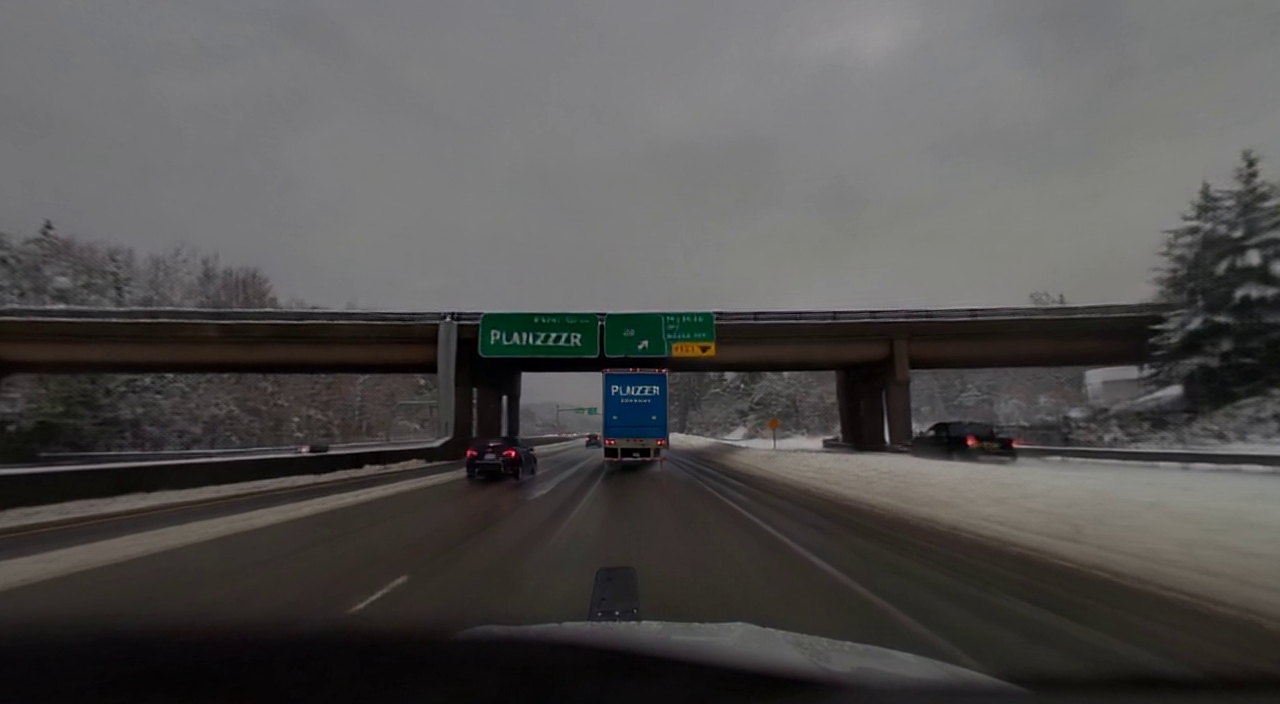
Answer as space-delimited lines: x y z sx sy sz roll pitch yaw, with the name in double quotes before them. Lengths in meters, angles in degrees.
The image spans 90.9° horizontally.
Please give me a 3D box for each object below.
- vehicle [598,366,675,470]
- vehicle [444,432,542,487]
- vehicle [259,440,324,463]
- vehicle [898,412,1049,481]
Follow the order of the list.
"vehicle" -0.337 3.307 30.035 2.926 3.959 11.818 0 -8 -2
"vehicle" -4.221 3.127 18.782 1.943 1.446 4.158 0 -8 0
"vehicle" -24.315 6.926 44.166 1.869 1.515 4.759 0 -8 -1
"vehicle" 9.934 2.868 19.286 2.052 1.841 4.481 0 -8 -1
